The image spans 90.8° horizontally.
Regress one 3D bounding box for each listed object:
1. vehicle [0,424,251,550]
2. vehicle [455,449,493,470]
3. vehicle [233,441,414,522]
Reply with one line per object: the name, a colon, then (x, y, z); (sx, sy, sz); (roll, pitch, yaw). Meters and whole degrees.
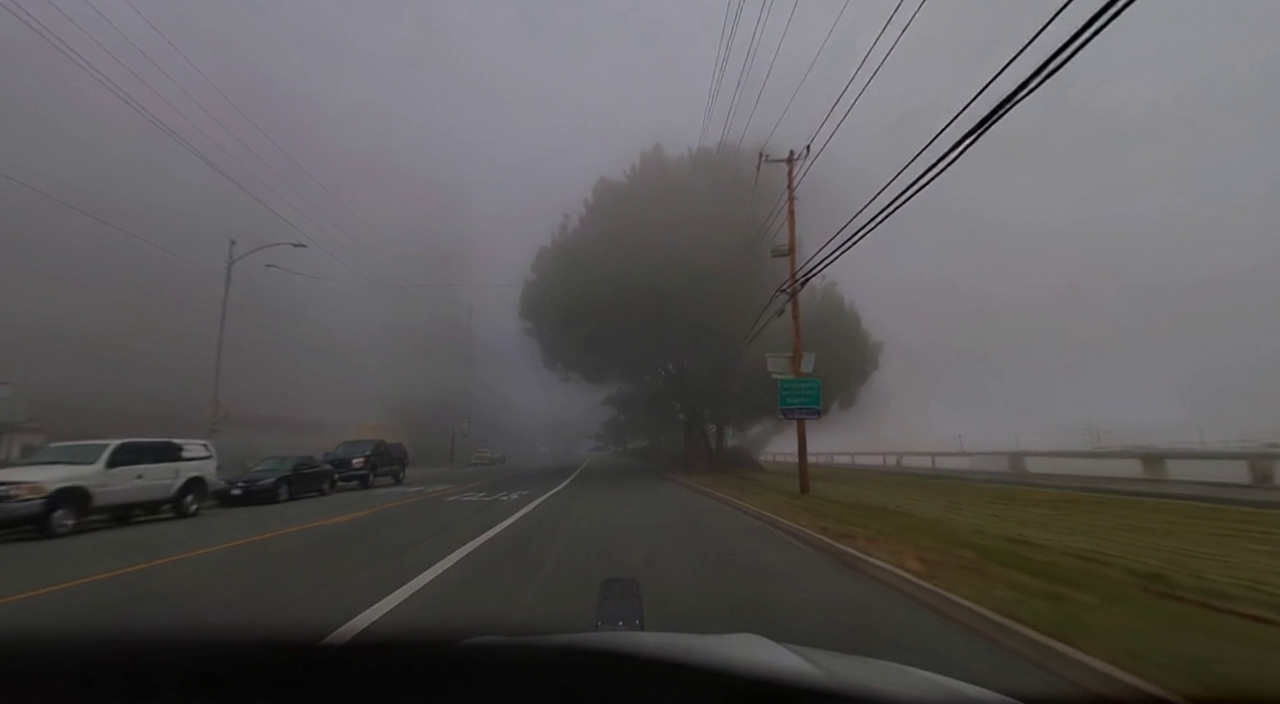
vehicle: (-10.024, 2.432, 12.164); (2.016, 1.872, 5.297); (1, -9, -5)
vehicle: (-12.231, 7.913, 46.730); (1.939, 1.502, 4.398); (1, -9, -5)
vehicle: (-6.803, 2.806, 14.219); (1.849, 1.512, 4.302); (0, -9, 0)
